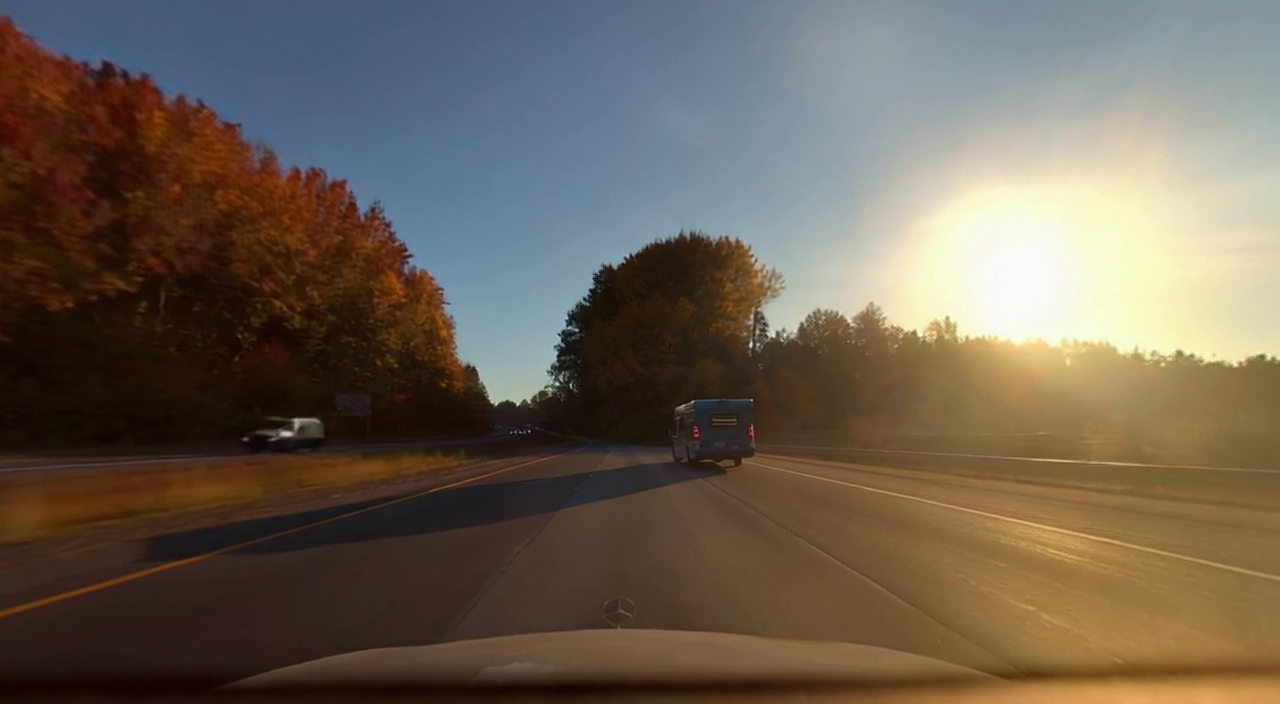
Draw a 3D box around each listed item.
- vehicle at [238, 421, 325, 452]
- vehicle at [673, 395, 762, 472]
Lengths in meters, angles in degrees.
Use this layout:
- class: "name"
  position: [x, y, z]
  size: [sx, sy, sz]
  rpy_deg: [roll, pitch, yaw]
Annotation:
- class: "vehicle"
  position: [-19.312, 4.598, 34.113]
  size: [2.129, 1.551, 4.562]
  rpy_deg: [0, -8, -2]
- class: "vehicle"
  position: [3.123, 3.557, 27.417]
  size: [2.815, 2.876, 7.101]
  rpy_deg: [0, -8, -1]
